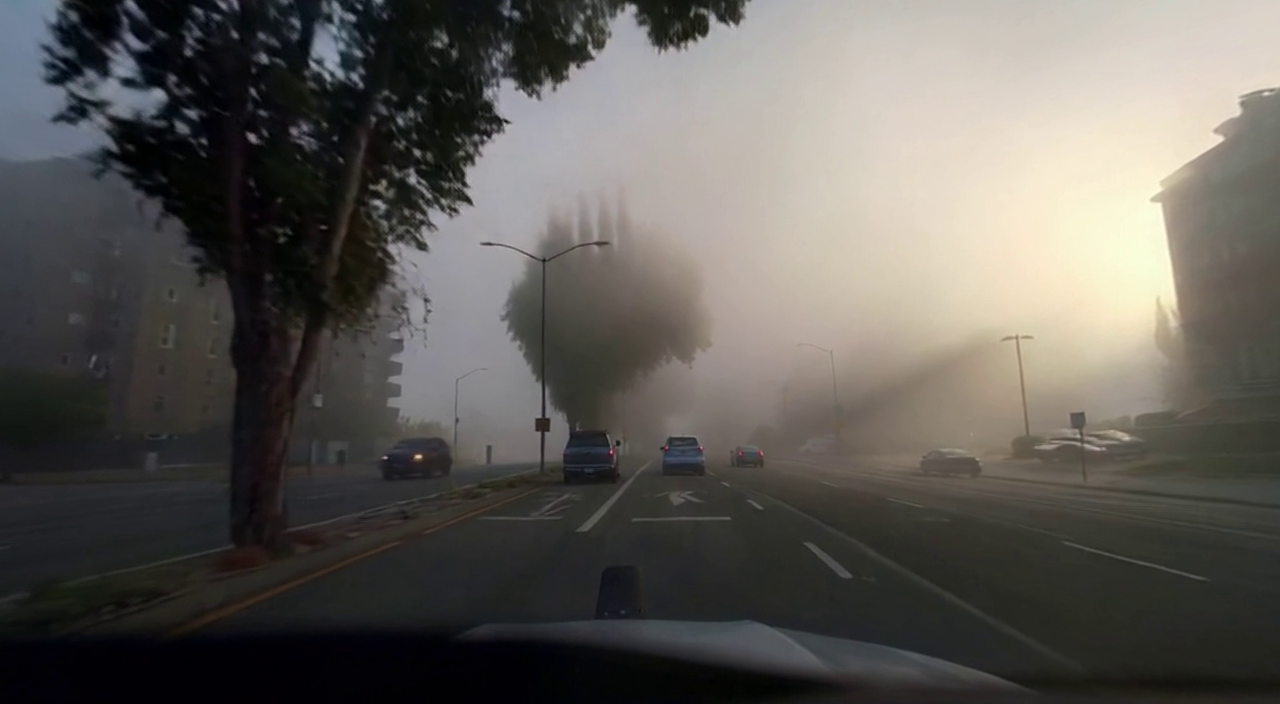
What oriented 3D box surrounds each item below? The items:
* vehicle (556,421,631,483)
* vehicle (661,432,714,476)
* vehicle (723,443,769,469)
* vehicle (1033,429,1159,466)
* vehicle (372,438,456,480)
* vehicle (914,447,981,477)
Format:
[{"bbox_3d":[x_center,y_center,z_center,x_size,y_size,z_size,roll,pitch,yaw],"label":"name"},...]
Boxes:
[{"bbox_3d":[-1.643,3.839,24.382,2.396,2.143,4.824,0,-8,2],"label":"vehicle"},{"bbox_3d":[2.080,4.610,28.628,2.222,1.841,4.031,-1,-8,2],"label":"vehicle"},{"bbox_3d":[6.350,6.247,38.182,2.075,1.486,4.316,0,-8,1],"label":"vehicle"},{"bbox_3d":[24.869,5.234,34.580,5.050,1.756,2.206,-3,-9,4],"label":"vehicle"},{"bbox_3d":[-10.355,4.926,29.352,2.098,1.760,4.654,0,-8,1],"label":"vehicle"},{"bbox_3d":[15.842,5.654,32.674,1.706,1.474,3.761,-1,-8,3],"label":"vehicle"}]
